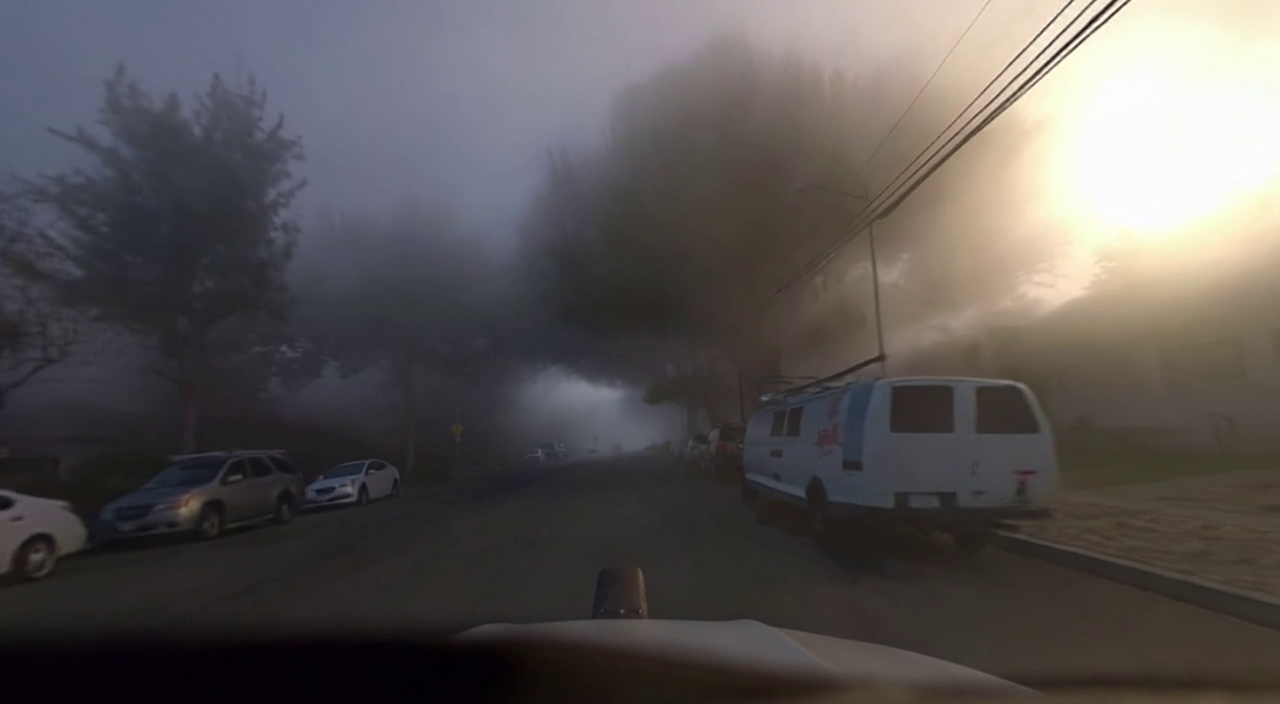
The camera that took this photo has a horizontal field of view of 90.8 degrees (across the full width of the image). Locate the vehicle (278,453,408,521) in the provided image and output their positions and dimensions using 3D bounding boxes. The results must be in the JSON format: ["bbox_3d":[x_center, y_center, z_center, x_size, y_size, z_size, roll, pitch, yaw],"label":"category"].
[{"bbox_3d":[-8.438,3.815,18.397,1.839,1.384,4.124,-7,-7,-2],"label":"vehicle"}]

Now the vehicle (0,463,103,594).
[{"bbox_3d":[-8.385,2.060,6.817,1.821,1.476,4.060,-3,-8,-4],"label":"vehicle"}]

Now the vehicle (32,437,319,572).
[{"bbox_3d":[-8.514,2.709,12.295,2.163,1.841,4.679,-6,-7,-2],"label":"vehicle"}]

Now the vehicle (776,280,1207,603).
[{"bbox_3d":[3.065,0.920,6.739,2.233,2.453,3.787,0,-8,-2],"label":"vehicle"}]
